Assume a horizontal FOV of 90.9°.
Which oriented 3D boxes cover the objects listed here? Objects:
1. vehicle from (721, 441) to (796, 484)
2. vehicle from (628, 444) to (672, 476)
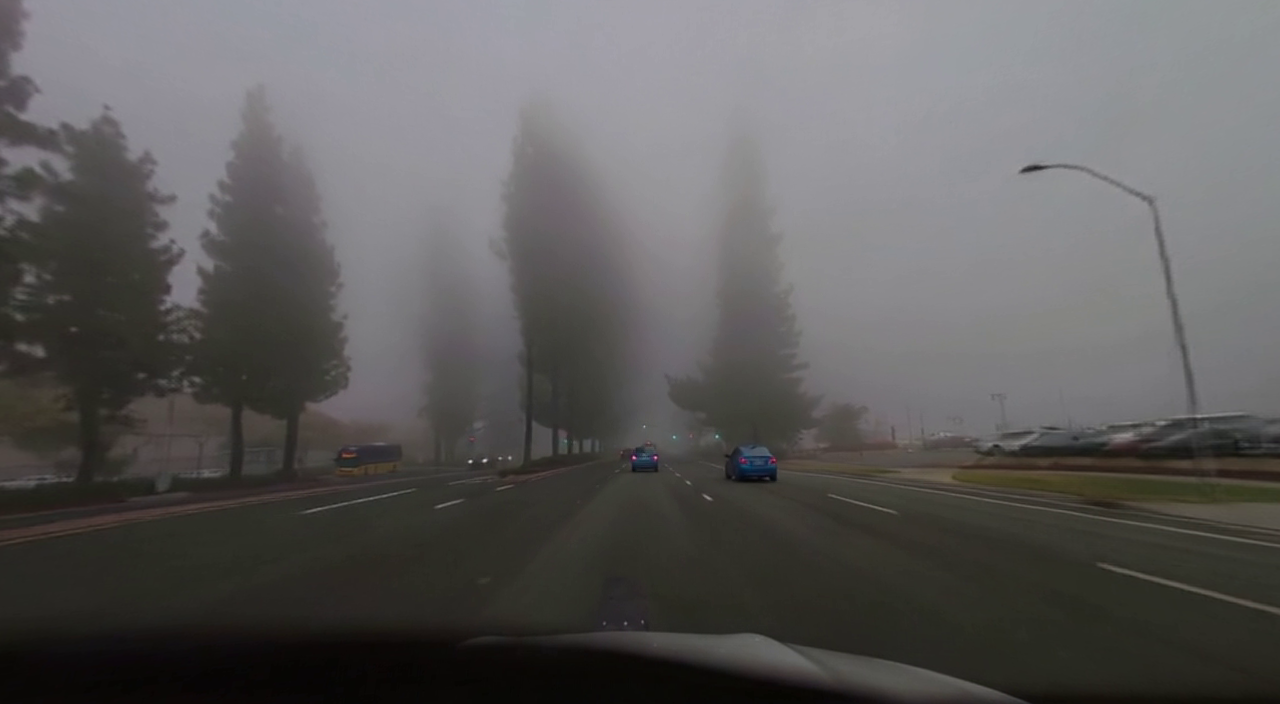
[{"bbox_3d":[4.458,4.211,24.345,2.067,1.497,4.327,0,-8,0],"label":"vehicle"},{"bbox_3d":[0.504,5.598,32.994,2.144,1.505,4.128,0,-8,0],"label":"vehicle"}]
